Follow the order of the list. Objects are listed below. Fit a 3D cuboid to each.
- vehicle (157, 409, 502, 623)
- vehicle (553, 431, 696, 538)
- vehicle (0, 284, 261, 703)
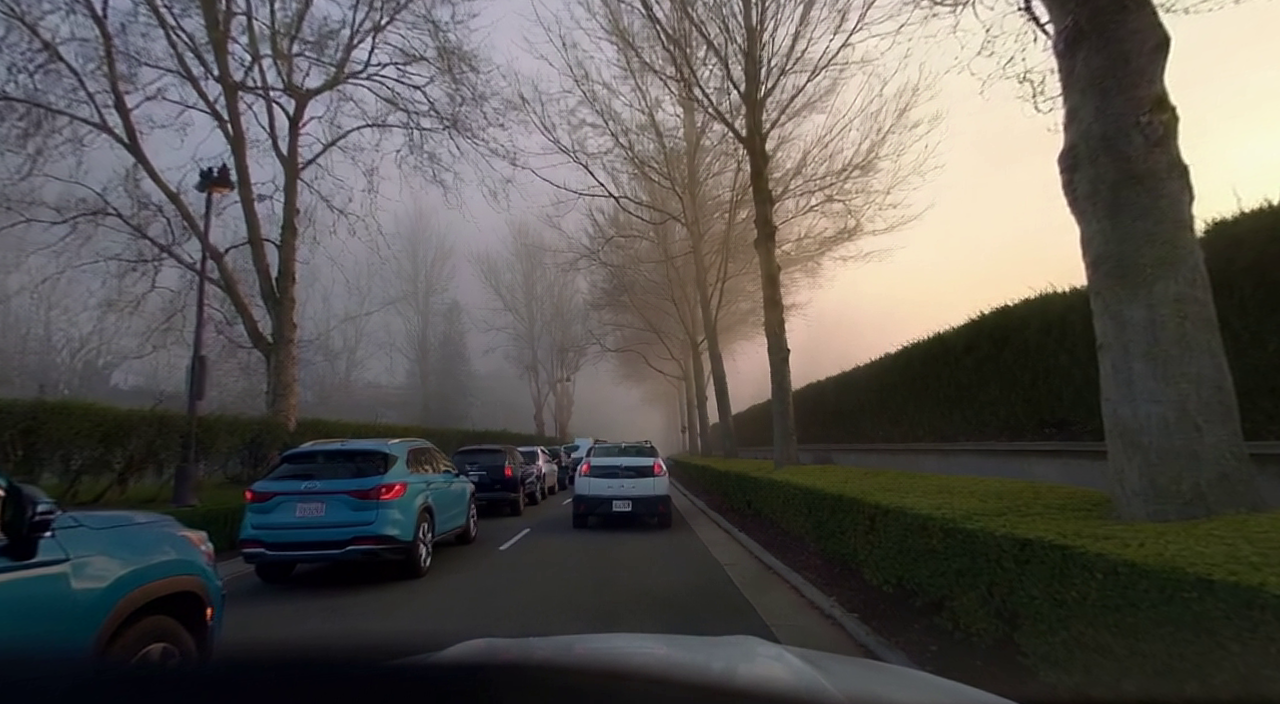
[{"bbox_3d":[-3.402,1.832,8.053,2.256,1.728,4.421,-6,-8,-2],"label":"vehicle"},{"bbox_3d":[-0.269,2.316,11.537,2.154,1.581,4.007,0,-9,-1],"label":"vehicle"},{"bbox_3d":[-3.280,0.644,1.001,2.205,1.913,5.327,-5,-8,-2],"label":"vehicle"}]
